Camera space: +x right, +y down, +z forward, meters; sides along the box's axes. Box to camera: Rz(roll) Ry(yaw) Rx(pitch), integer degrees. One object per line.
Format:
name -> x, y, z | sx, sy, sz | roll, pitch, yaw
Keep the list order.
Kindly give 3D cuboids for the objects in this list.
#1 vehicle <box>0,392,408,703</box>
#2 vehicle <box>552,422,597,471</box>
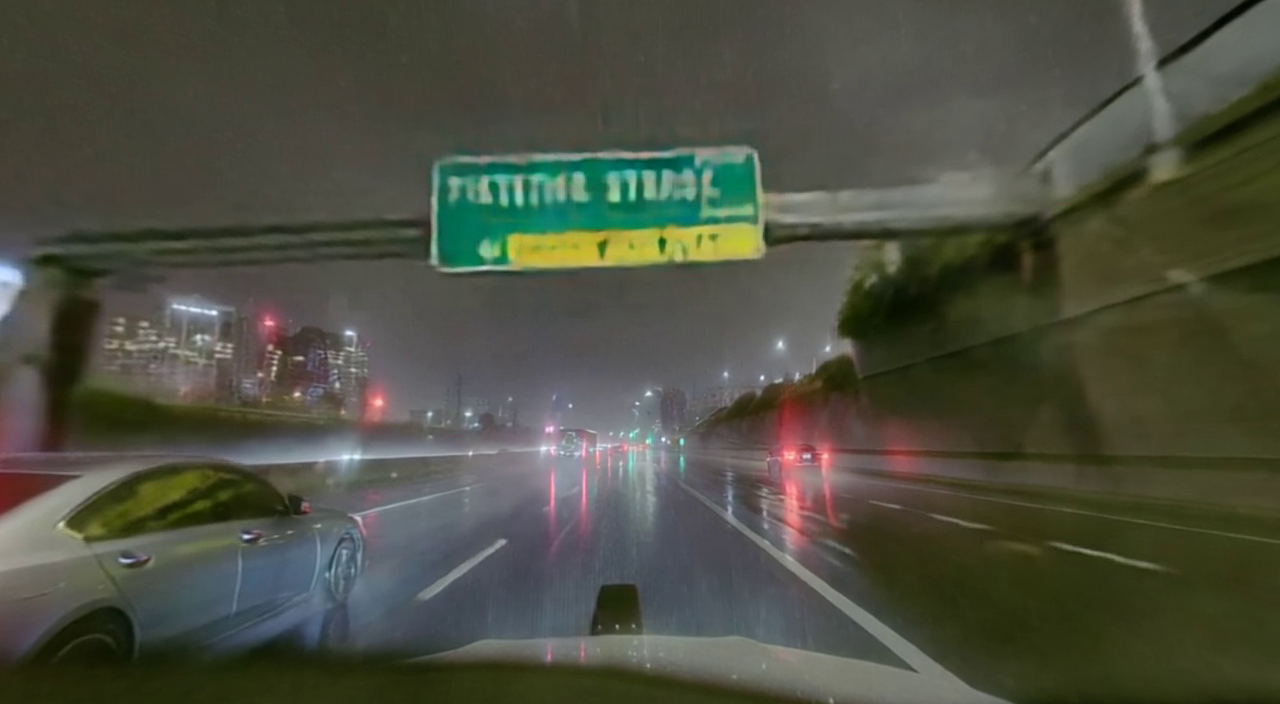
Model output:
vehicle -> -3.589, 1.268, 4.669 | 2.025, 1.556, 4.594 | 0, -9, 0
vehicle -> -4.250, 6.317, 42.196 | 2.364, 2.953, 6.732 | 0, -9, -1
